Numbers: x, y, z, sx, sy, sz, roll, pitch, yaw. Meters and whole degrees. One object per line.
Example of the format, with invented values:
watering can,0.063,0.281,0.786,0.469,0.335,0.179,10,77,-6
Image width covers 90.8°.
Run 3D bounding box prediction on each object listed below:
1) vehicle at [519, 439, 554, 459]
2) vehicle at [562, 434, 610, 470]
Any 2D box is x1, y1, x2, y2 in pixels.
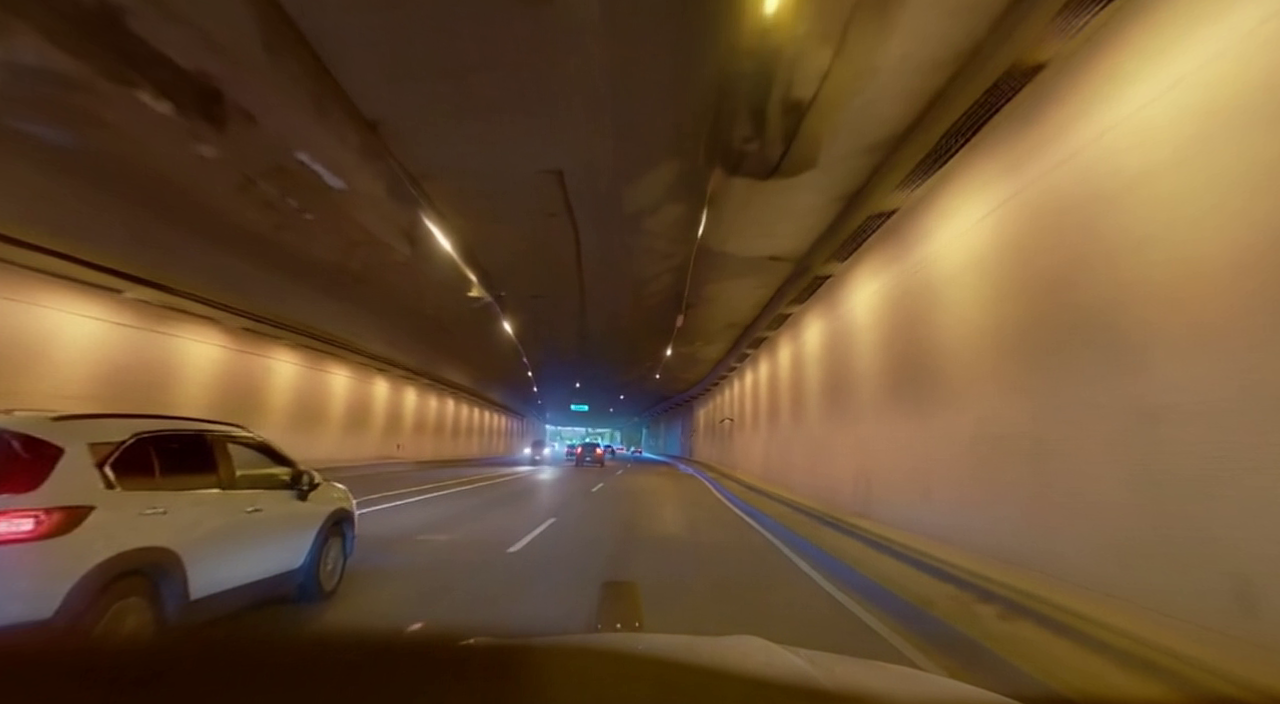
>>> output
vehicle,-7.900,7.422,48.468,1.963,1.414,4.567,0,-8,-1
vehicle,-2.713,5.138,32.652,1.961,1.725,4.315,-1,-8,2
